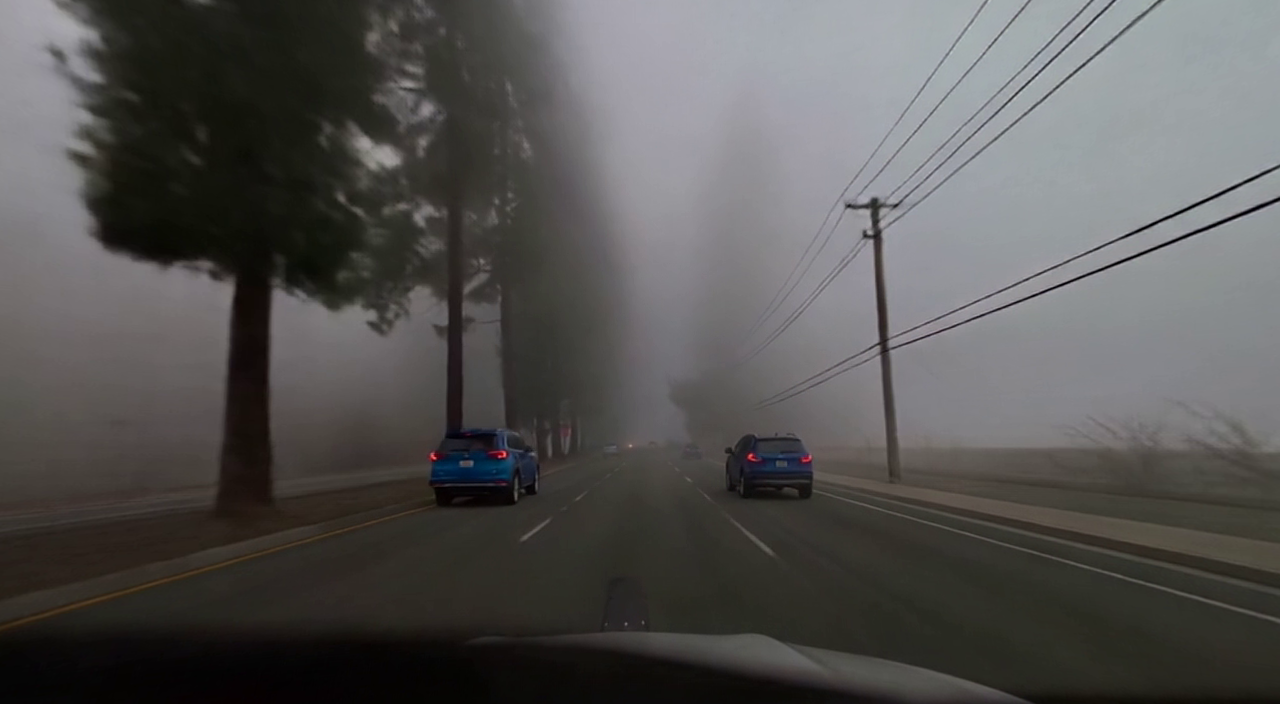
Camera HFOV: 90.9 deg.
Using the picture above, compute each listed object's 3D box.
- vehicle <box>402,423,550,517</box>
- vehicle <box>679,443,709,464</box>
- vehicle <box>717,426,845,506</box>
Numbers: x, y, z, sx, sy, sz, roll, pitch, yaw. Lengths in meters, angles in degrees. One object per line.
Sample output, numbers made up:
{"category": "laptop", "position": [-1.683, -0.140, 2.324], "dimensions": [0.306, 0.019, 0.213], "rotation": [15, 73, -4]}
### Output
{"category": "vehicle", "position": [-3.490, 2.607, 14.445], "dimensions": [2.104, 1.785, 4.494], "rotation": [0, -9, 1]}
{"category": "vehicle", "position": [4.015, 7.654, 47.517], "dimensions": [1.906, 1.468, 4.422], "rotation": [0, -9, 0]}
{"category": "vehicle", "position": [3.396, 2.859, 16.227], "dimensions": [2.182, 1.744, 4.464], "rotation": [0, -9, -1]}
